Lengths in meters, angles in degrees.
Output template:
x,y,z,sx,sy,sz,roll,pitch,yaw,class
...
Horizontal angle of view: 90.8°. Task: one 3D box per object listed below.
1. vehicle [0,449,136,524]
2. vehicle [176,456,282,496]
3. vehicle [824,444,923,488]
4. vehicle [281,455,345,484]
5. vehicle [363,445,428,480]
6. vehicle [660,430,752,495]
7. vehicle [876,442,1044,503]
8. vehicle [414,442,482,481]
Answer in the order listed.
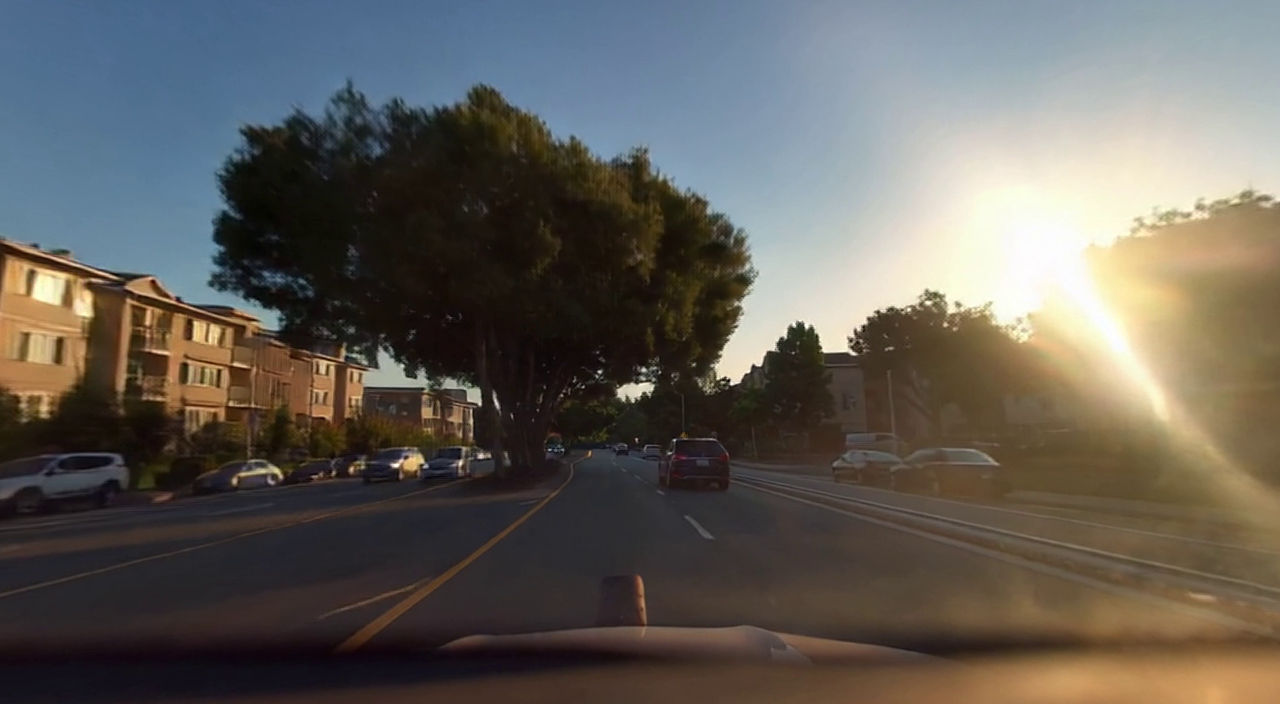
x,y,z,sx,sy,sz,roll,pitch,yaw,class
-17.862,3.855,18.471,2.182,1.840,5.105,-2,-8,-2,vehicle
-19.098,5.761,29.667,1.979,1.489,4.902,-1,-7,-4,vehicle
8.633,4.237,23.867,1.858,1.489,4.556,0,-8,-2,vehicle
-19.980,7.142,38.813,1.999,1.462,4.516,-1,-7,-7,vehicle
-13.162,5.948,34.298,1.925,1.717,4.389,0,-8,-3,vehicle
1.906,3.387,19.744,2.085,1.763,4.490,0,-8,-4,vehicle
8.945,3.387,18.329,1.936,1.485,5.111,0,-8,-4,vehicle
-9.024,5.163,30.047,2.033,1.685,4.420,0,-8,-3,vehicle
